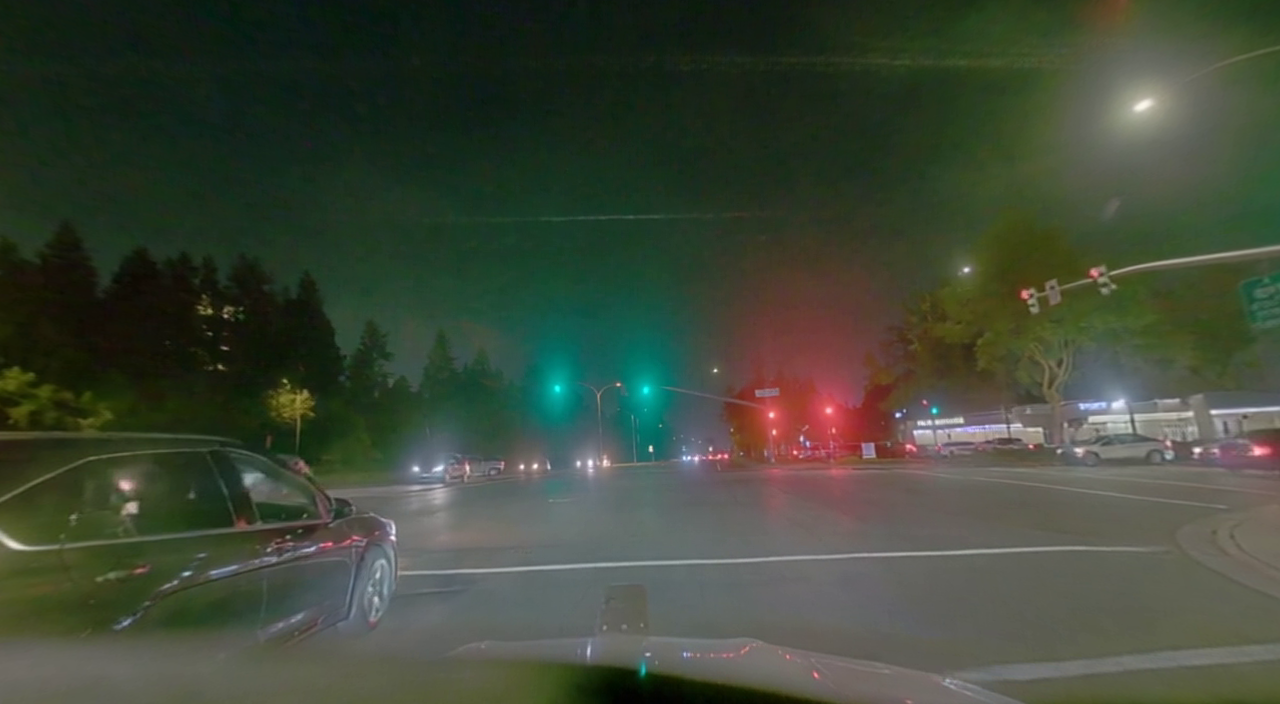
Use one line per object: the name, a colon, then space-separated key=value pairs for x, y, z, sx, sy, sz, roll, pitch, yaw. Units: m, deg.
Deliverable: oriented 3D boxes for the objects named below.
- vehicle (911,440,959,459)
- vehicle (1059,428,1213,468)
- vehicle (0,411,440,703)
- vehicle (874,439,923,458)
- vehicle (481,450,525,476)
vehicle: x=22.182 y=7.309 z=47.322 sx=1.930 sy=1.410 sz=4.313 roll=-8 pitch=-12 yaw=42
vehicle: x=19.765 y=3.844 z=25.239 sx=4.552 sy=1.492 sz=2.002 roll=0 pitch=-9 yaw=-4
vehicle: x=-2.887 y=1.156 z=3.441 sx=1.924 sy=1.482 sz=4.734 roll=0 pitch=-8 yaw=1
vehicle: x=20.145 y=7.479 z=48.983 sx=1.945 sy=1.434 sz=4.293 roll=-9 pitch=-12 yaw=44
vehicle: x=-9.954 y=8.062 z=46.033 sx=1.905 sy=1.724 sz=4.449 roll=-1 pitch=-8 yaw=4
